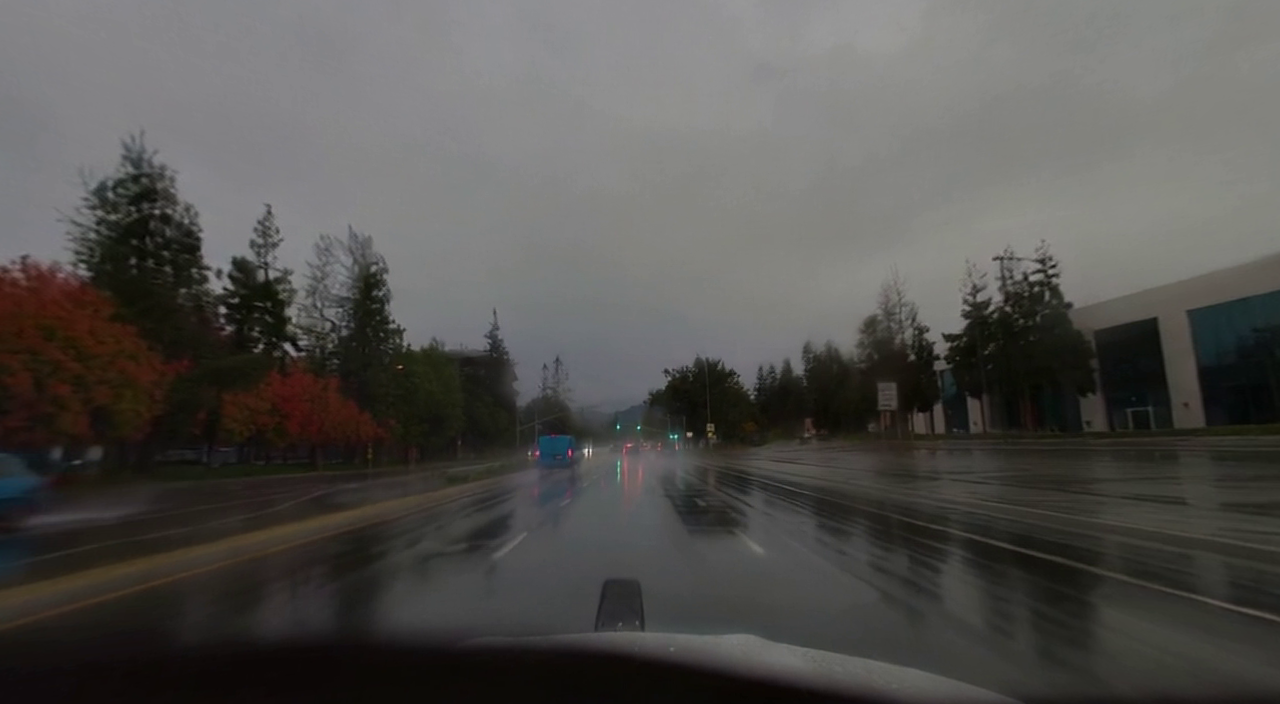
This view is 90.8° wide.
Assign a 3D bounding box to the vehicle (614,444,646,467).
[{"bbox_3d":[-0.712,7.060,43.168,2.039,1.455,3.826,0,-8,-1],"label":"vehicle"}]

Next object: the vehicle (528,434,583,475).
[{"bbox_3d":[-4.076,5.052,31.367,2.075,1.863,4.744,0,-8,0],"label":"vehicle"}]
